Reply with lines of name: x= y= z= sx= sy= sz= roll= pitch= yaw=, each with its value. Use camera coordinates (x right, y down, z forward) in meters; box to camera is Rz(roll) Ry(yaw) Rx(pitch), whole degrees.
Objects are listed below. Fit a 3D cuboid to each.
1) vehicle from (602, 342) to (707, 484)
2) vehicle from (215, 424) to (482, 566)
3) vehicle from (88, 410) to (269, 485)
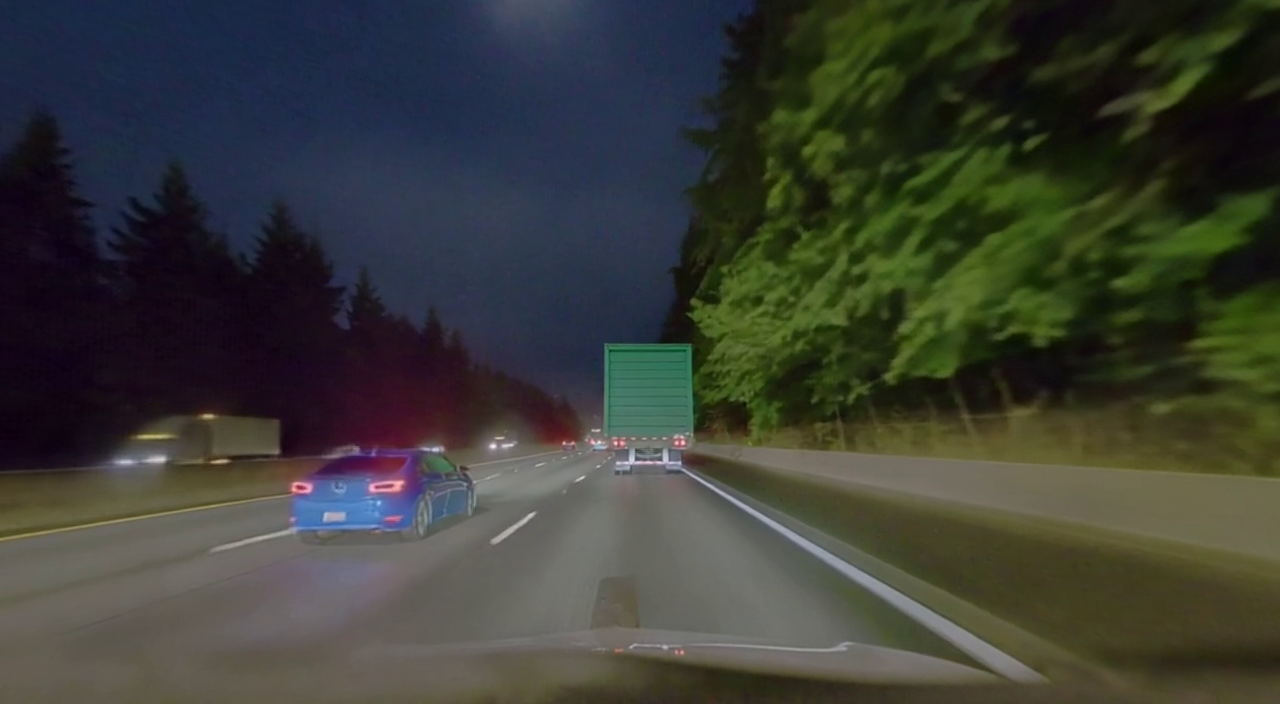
vehicle: x=0.350 y=2.550 z=23.985 sx=3.073 sy=4.196 sz=10.546 roll=0 pitch=-8 yaw=-1
vehicle: x=-3.746 y=1.881 z=9.104 sx=1.854 sy=1.530 sz=4.268 roll=0 pitch=-8 yaw=-1
vehicle: x=-24.105 y=5.064 z=33.746 sx=3.264 sy=3.462 sz=8.454 roll=0 pitch=-8 yaw=0
